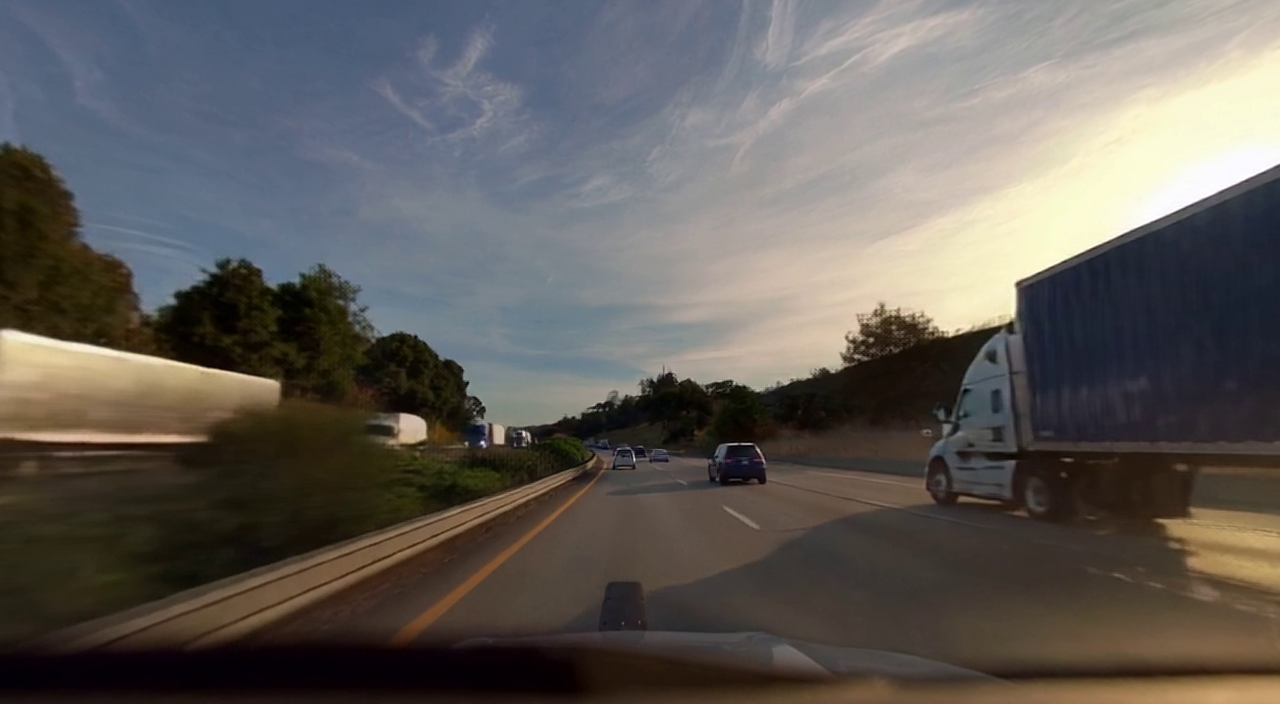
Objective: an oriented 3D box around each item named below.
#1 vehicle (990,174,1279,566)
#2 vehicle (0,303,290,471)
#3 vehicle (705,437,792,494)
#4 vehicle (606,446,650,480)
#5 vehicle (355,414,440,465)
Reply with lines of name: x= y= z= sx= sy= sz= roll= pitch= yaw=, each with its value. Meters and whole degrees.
vehicle: x=8.075 y=-0.124 z=4.511 sx=2.965 sy=3.990 sz=14.227 roll=0 pitch=-9 yaw=0
vehicle: x=-16.425 y=1.426 z=18.583 sx=2.926 sy=3.856 sz=16.459 roll=0 pitch=-9 yaw=0
vehicle: x=3.321 y=3.593 z=20.154 sx=2.013 sy=1.623 sz=3.916 roll=0 pitch=-9 yaw=-1
vehicle: x=-0.642 y=5.472 z=31.313 sx=2.050 sy=1.534 sz=3.771 roll=0 pitch=-9 yaw=-2
vehicle: x=-13.317 y=4.937 z=35.182 sx=2.216 sy=2.612 sz=6.339 roll=0 pitch=-9 yaw=0
